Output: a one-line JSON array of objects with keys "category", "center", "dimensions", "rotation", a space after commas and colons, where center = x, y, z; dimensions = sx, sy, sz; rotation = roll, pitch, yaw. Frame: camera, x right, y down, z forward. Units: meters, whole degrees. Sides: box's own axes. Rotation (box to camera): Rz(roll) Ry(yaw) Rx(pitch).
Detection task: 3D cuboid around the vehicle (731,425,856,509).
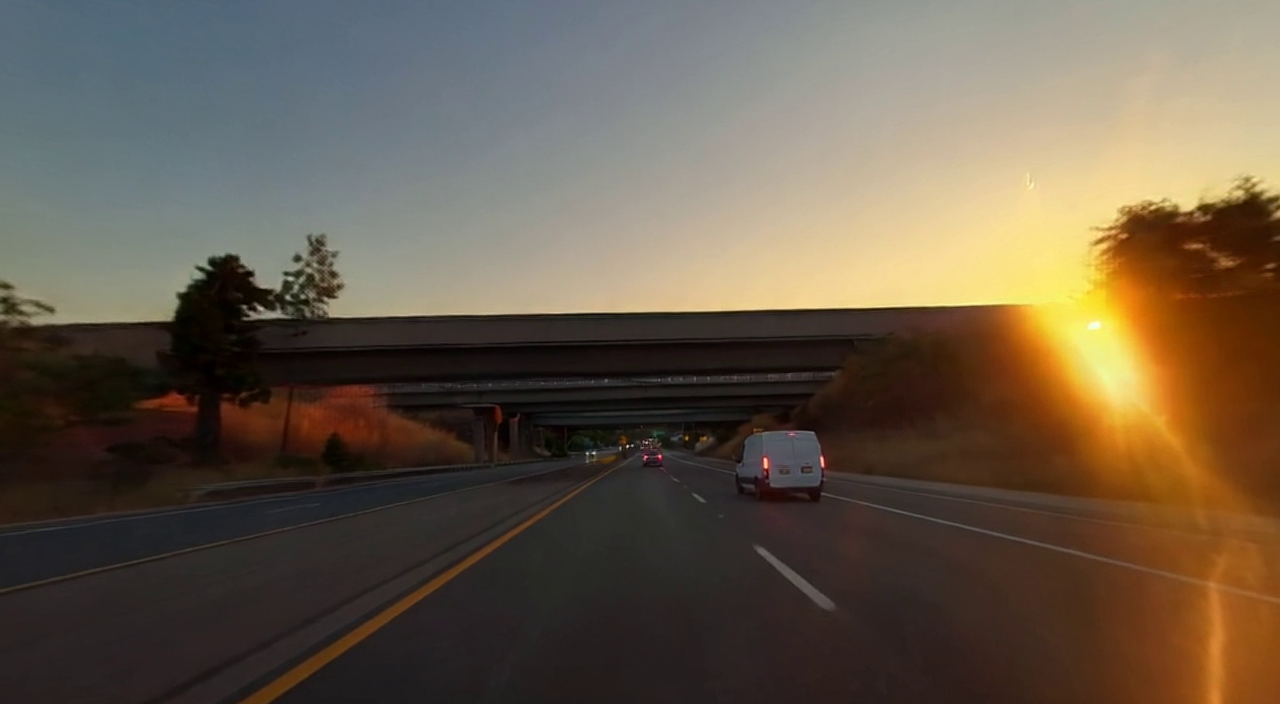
[{"category": "vehicle", "center": [4.085, 3.192, 17.913], "dimensions": [2.152, 1.998, 5.380], "rotation": [0, -9, 0]}]
